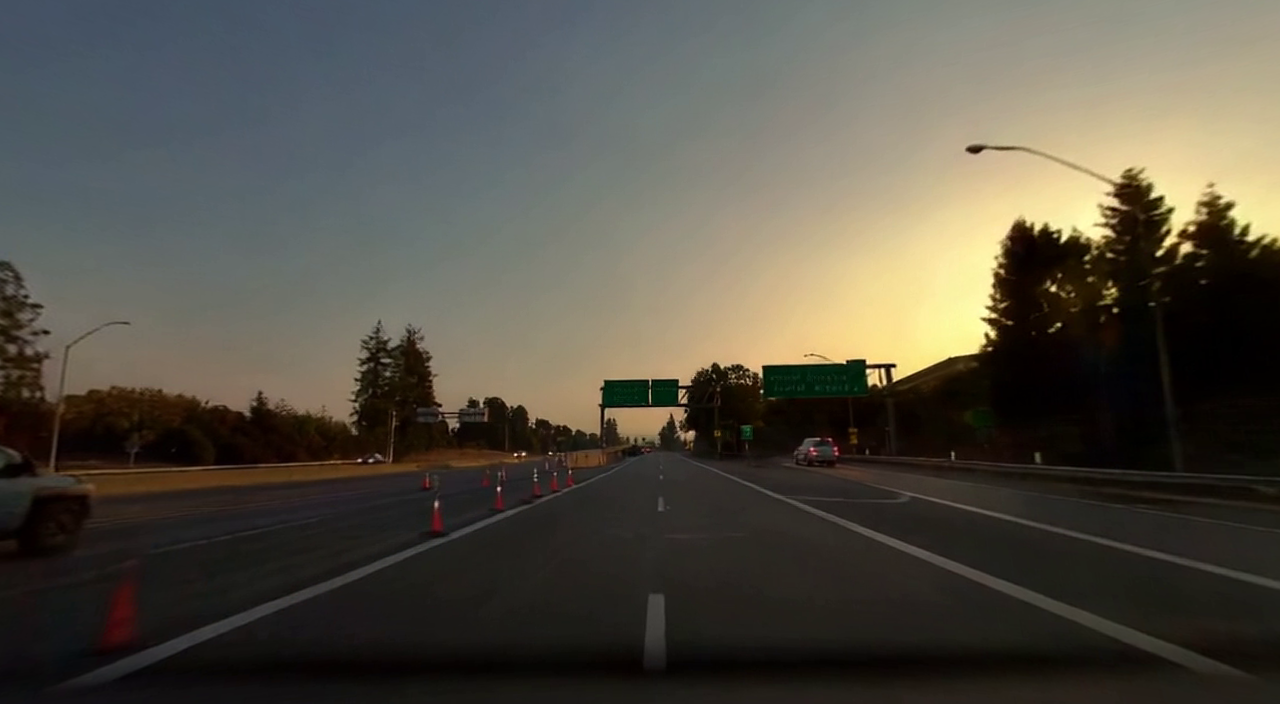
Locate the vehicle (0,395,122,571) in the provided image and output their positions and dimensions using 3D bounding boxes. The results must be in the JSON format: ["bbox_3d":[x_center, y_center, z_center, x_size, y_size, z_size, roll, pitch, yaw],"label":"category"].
[{"bbox_3d":[-8.067,1.261,5.757,2.272,1.869,4.945,0,-8,3],"label":"vehicle"}]
